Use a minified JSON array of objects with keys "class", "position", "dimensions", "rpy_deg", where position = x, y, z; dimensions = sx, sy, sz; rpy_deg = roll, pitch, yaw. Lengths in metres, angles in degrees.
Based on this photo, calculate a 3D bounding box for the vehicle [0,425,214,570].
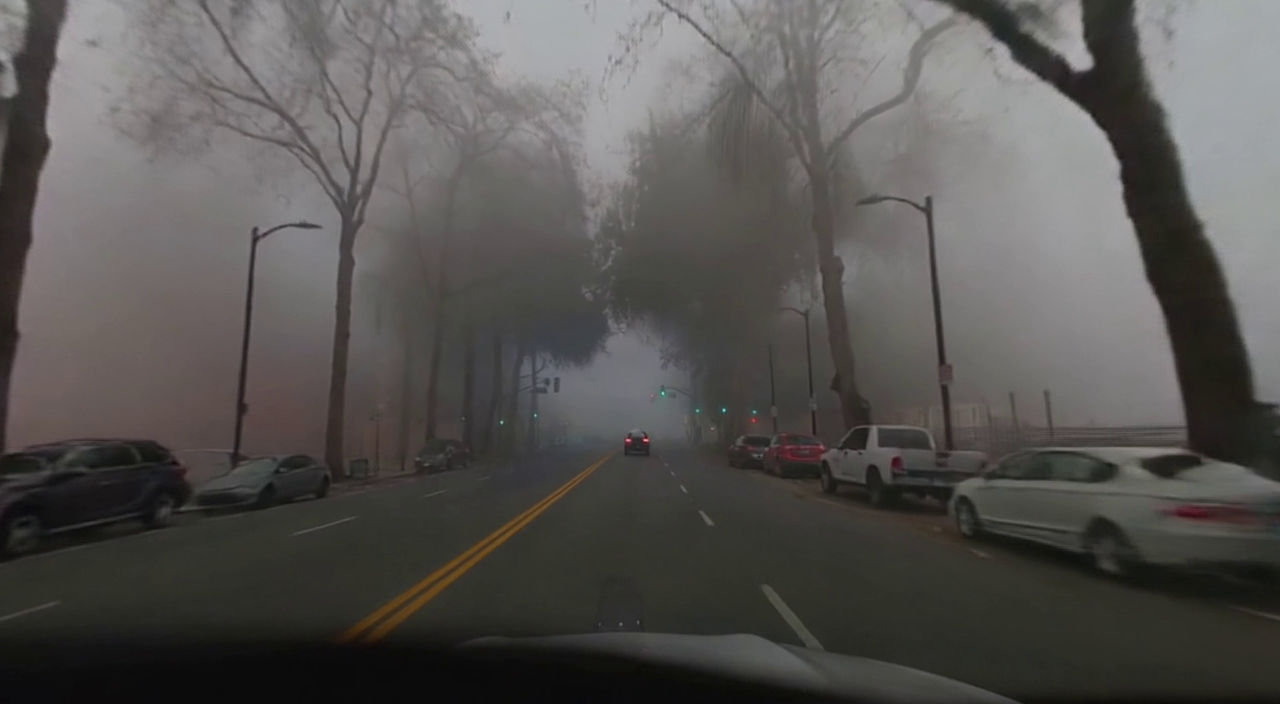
[{"class":"vehicle","position":[-10.077,2.350,11.084],"dimensions":[2.020,2.013,4.758],"rpy_deg":[0,-8,-3]}]

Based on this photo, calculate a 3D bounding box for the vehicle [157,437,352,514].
[{"class":"vehicle","position":[-10.105,3.214,17.318],"dimensions":[1.988,1.718,5.661],"rpy_deg":[0,-8,-2]}]

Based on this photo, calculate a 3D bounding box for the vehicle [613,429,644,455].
[{"class":"vehicle","position":[-0.855,6.867,48.295],"dimensions":[2.301,1.854,4.919],"rpy_deg":[0,-8,-1]}]

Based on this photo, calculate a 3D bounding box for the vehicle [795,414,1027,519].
[{"class":"vehicle","position":[5.564,2.442,14.279],"dimensions":[2.293,1.830,6.070],"rpy_deg":[0,-8,-3]}]

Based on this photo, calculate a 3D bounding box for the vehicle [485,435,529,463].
[{"class":"vehicle","position":[-10.046,7.388,48.221],"dimensions":[2.048,1.985,6.011],"rpy_deg":[0,-8,0]}]

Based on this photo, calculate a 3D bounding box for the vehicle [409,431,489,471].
[{"class":"vehicle","position":[-9.678,5.081,32.634],"dimensions":[2.305,1.883,5.580],"rpy_deg":[0,-8,1]}]

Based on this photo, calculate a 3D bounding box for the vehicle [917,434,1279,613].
[{"class":"vehicle","position":[5.588,1.762,7.818],"dimensions":[2.089,1.459,4.930],"rpy_deg":[0,-7,0]}]

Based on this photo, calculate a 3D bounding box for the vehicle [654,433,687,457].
[{"class":"vehicle","position":[2.049,6.398,43.662],"dimensions":[1.998,1.580,4.015],"rpy_deg":[0,-8,-1]}]
